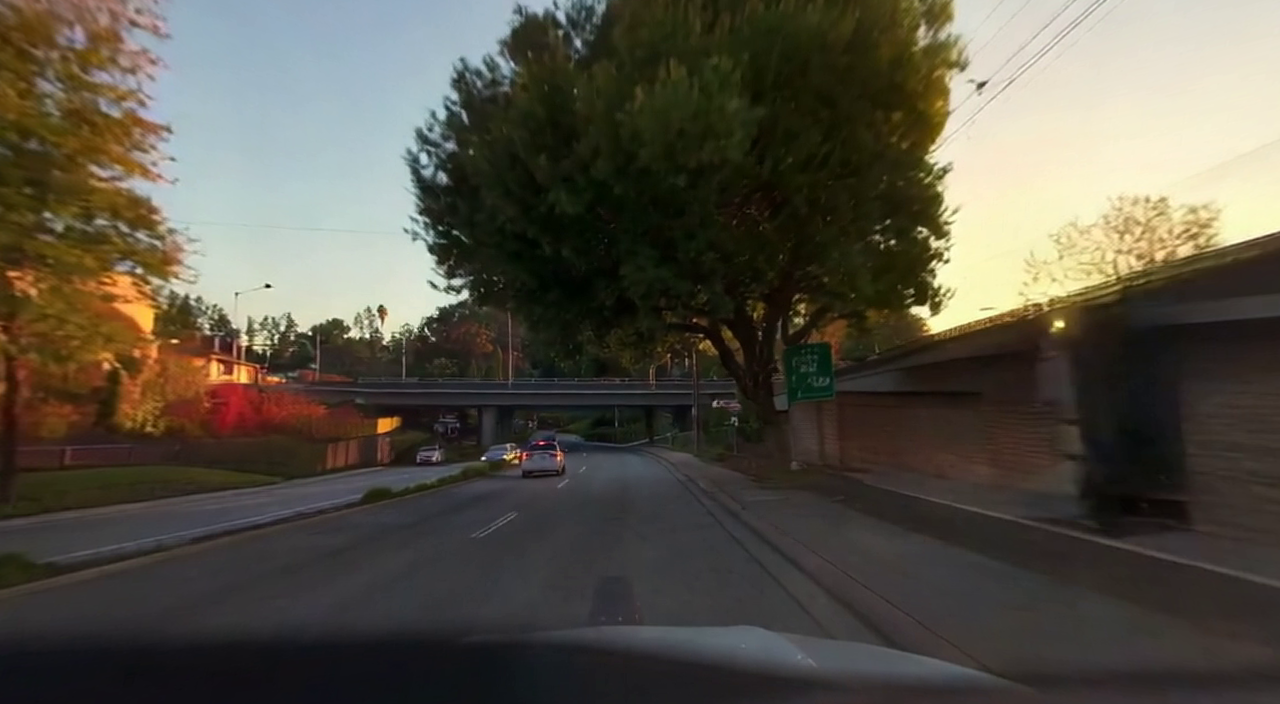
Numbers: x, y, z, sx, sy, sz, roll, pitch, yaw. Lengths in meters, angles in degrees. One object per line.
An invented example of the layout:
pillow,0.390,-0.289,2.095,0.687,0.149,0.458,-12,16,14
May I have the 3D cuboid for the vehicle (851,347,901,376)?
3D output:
vehicle,16.563,0.704,44.537,2.058,1.475,4.587,3,-7,4
